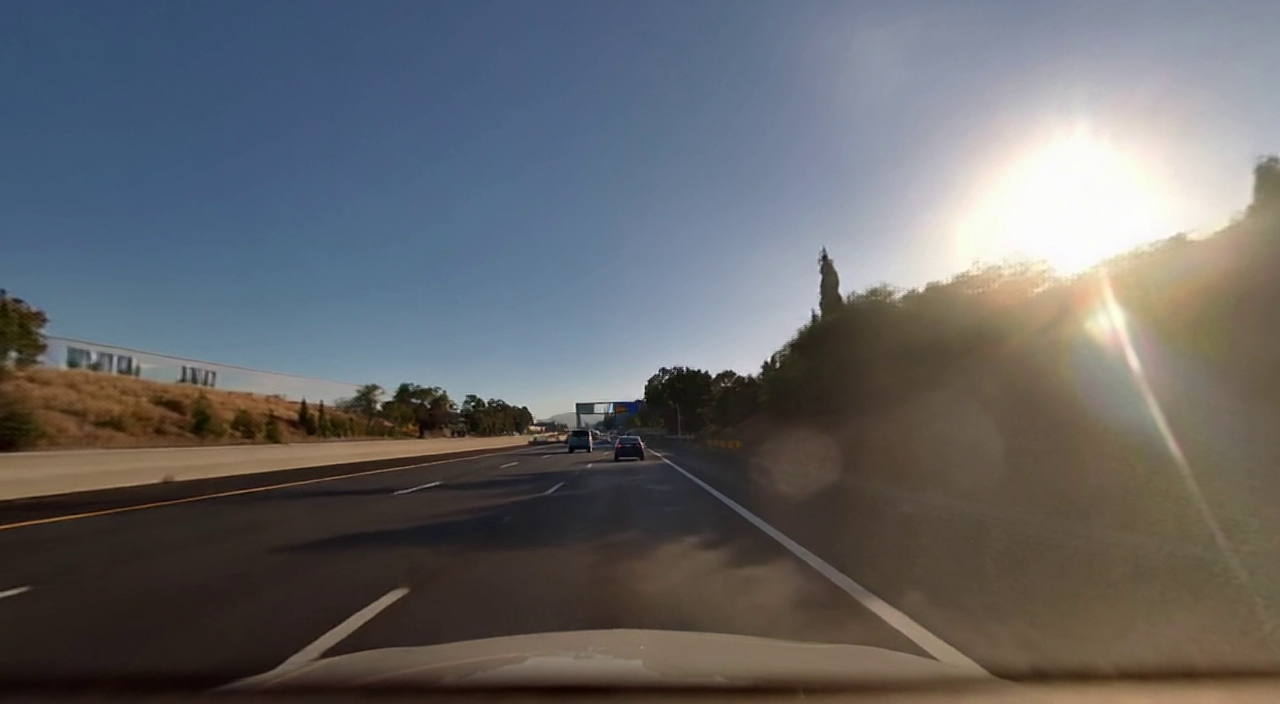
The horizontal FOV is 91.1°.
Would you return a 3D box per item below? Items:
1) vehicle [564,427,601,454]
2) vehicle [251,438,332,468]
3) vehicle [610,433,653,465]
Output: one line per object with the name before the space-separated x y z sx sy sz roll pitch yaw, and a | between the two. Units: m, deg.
vehicle | -4.234 6.570 46.825 2.251 1.938 4.708 0 -8 0
vehicle | -19.648 5.675 35.688 1.908 1.521 4.730 0 -8 0
vehicle | -0.462 4.699 30.779 1.948 1.470 3.913 0 -8 -2
